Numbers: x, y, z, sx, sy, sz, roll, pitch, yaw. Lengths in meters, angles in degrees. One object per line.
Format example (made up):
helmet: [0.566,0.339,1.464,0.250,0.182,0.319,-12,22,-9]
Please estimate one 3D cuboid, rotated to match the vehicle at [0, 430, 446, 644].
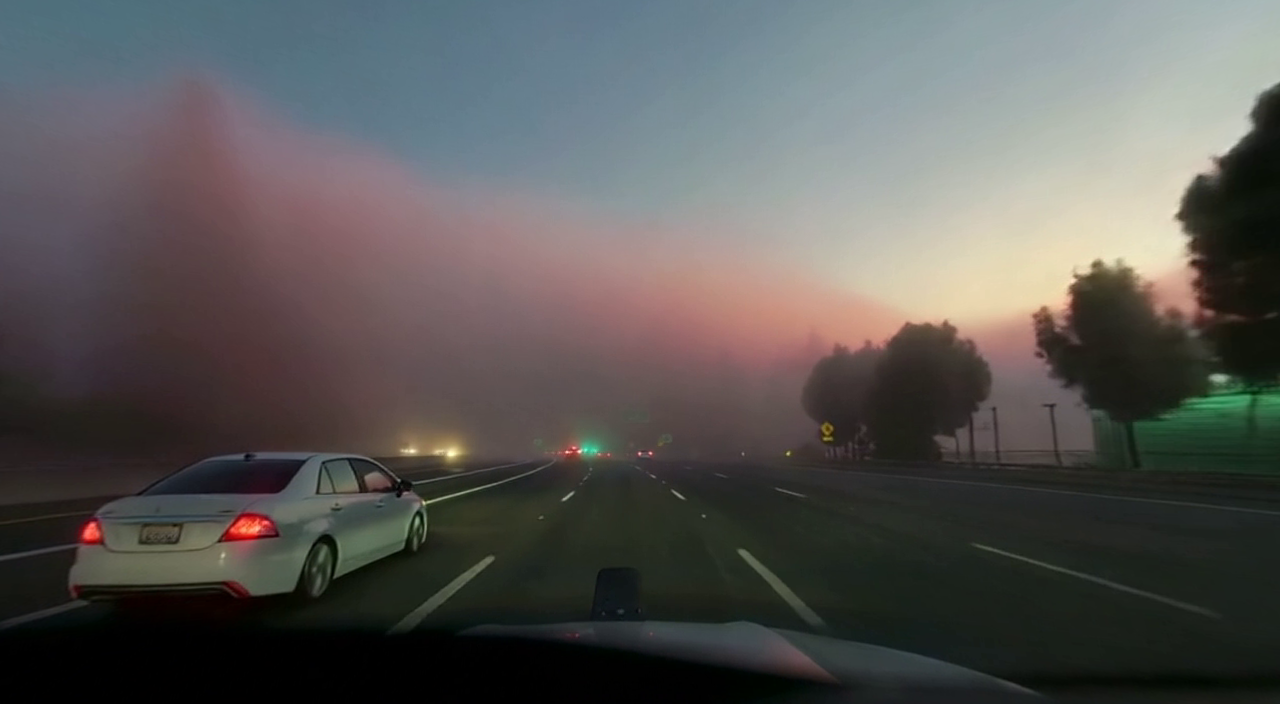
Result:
vehicle: [-3.754,1.620,6.662,2.018,1.476,4.364,0,-8,0]
